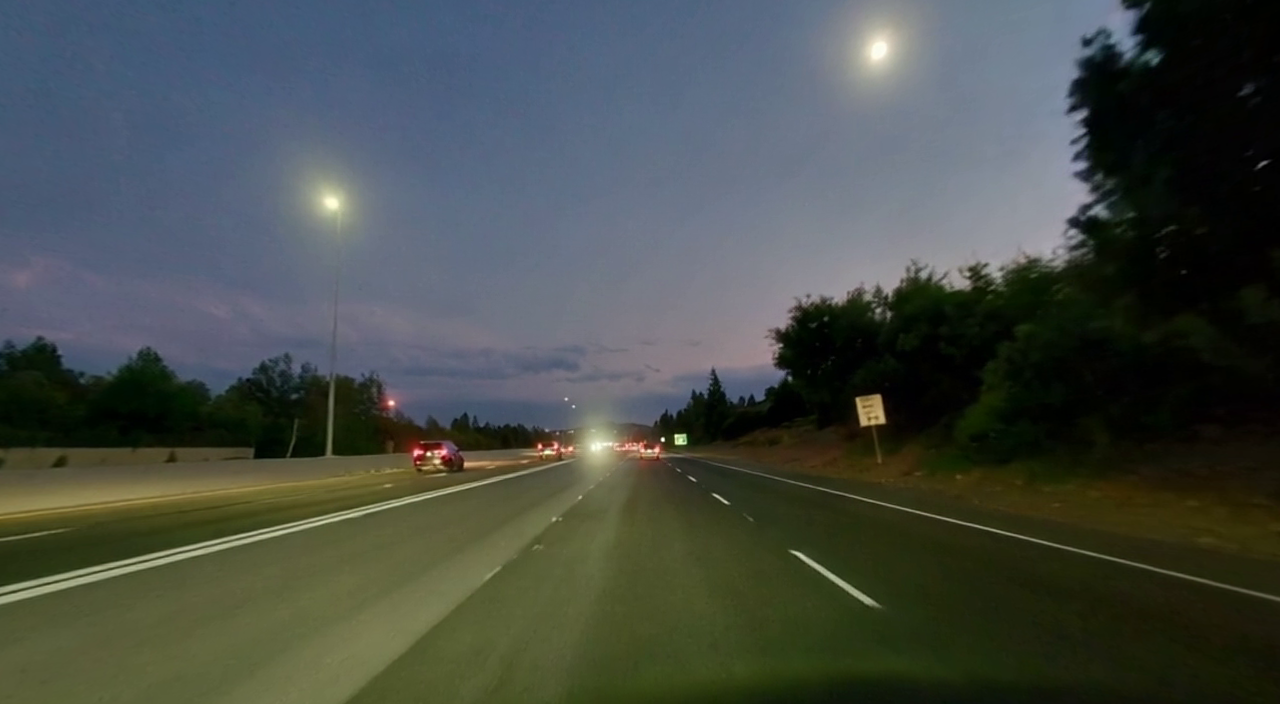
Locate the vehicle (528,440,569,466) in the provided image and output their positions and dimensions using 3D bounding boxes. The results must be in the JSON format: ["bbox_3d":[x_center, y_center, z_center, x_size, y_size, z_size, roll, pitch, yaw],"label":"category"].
[{"bbox_3d":[-6.245,6.955,43.519,2.080,1.694,4.279,0,-9,2],"label":"vehicle"}]

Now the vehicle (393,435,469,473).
[{"bbox_3d":[-10.526,5.165,32.249,2.195,1.795,4.659,0,-9,1],"label":"vehicle"}]
